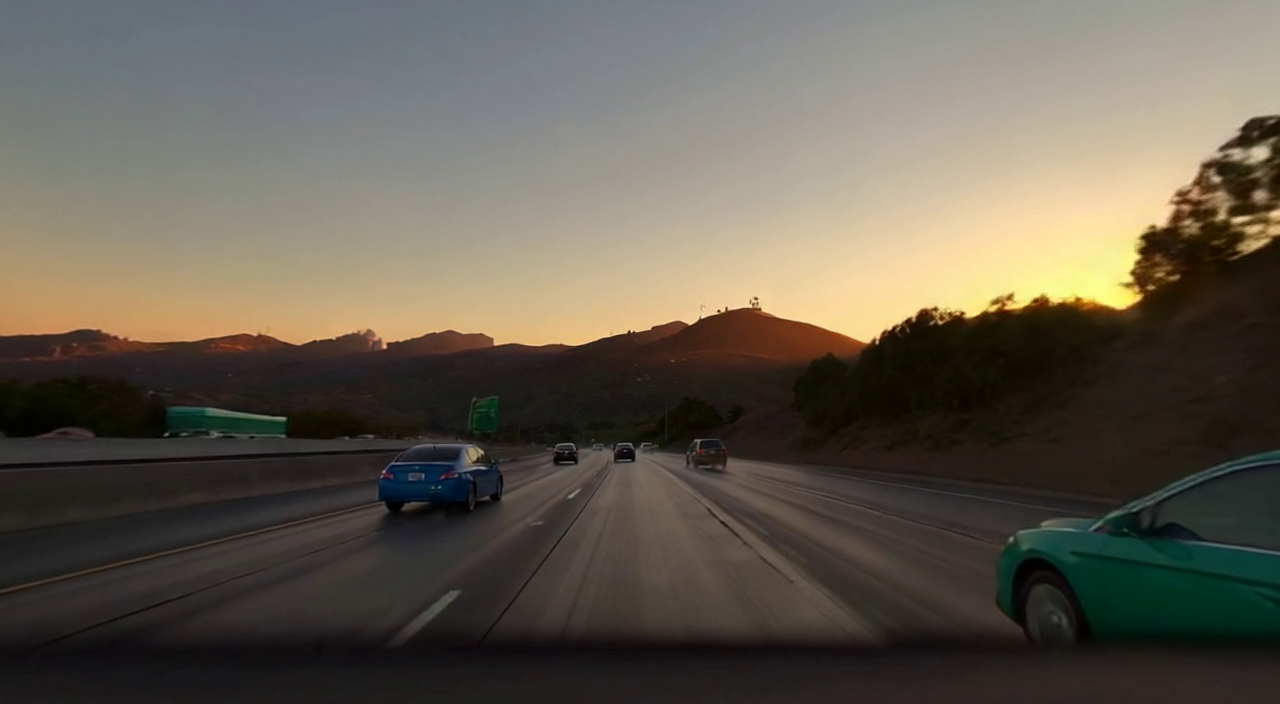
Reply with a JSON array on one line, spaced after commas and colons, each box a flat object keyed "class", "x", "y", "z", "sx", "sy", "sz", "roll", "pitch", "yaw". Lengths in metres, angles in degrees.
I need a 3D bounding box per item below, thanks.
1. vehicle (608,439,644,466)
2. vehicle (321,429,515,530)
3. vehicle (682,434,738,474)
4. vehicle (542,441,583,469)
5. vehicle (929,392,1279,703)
[{"class": "vehicle", "x": -0.841, "y": 6.199, "z": 38.942, "sx": 2.147, "sy": 1.572, "sz": 4.094, "roll": 0, "pitch": -9, "yaw": -1}, {"class": "vehicle", "x": -3.779, "y": 2.247, "z": 11.668, "sx": 1.993, "sy": 1.500, "sz": 4.248, "roll": 0, "pitch": -9, "yaw": 1}, {"class": "vehicle", "x": 3.385, "y": 5.067, "z": 31.439, "sx": 2.222, "sy": 1.820, "sz": 4.733, "roll": 0, "pitch": -9, "yaw": -1}, {"class": "vehicle", "x": -4.219, "y": 5.665, "z": 34.738, "sx": 1.796, "sy": 1.464, "sz": 3.839, "roll": 0, "pitch": -9, "yaw": -1}, {"class": "vehicle", "x": 3.368, "y": 0.956, "z": 2.543, "sx": 2.136, "sy": 1.511, "sz": 4.706, "roll": 0, "pitch": -9, "yaw": 0}]
